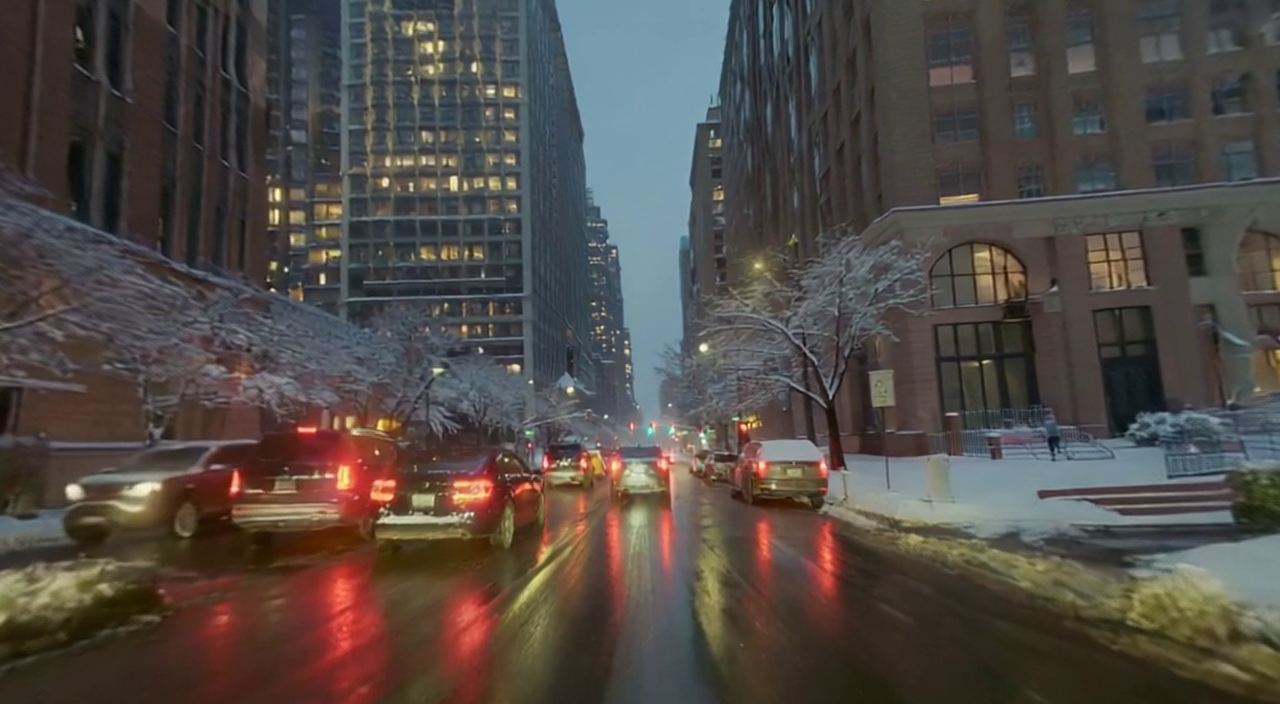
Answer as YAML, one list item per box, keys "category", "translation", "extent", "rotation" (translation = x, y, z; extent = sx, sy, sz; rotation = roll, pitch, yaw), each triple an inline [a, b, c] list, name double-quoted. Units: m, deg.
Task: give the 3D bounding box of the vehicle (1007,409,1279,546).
- category: "vehicle"
  translation: [7.722, 1.575, 8.240]
  extent: [4.586, 1.542, 1.972]
  rotation: [0, -8, 1]

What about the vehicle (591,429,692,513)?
- category: "vehicle"
  translation: [0.102, 2.775, 15.210]
  extent: [2.076, 1.667, 3.948]
  rotation: [1, -8, 2]

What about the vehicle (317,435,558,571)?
- category: "vehicle"
  translation: [-2.528, 1.987, 9.209]
  extent: [1.940, 1.481, 4.376]
  rotation: [0, -8, 2]

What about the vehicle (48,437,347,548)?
- category: "vehicle"
  translation: [-8.679, 2.757, 13.318]
  extent: [2.401, 1.765, 5.307]
  rotation: [2, -8, 0]

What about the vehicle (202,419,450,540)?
- category: "vehicle"
  translation: [-5.650, 2.344, 12.335]
  extent: [2.223, 1.874, 4.749]
  rotation: [0, -8, 2]

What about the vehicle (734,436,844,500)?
- category: "vehicle"
  translation: [3.886, 3.068, 17.290]
  extent: [2.065, 1.461, 4.181]
  rotation: [1, -8, 1]
